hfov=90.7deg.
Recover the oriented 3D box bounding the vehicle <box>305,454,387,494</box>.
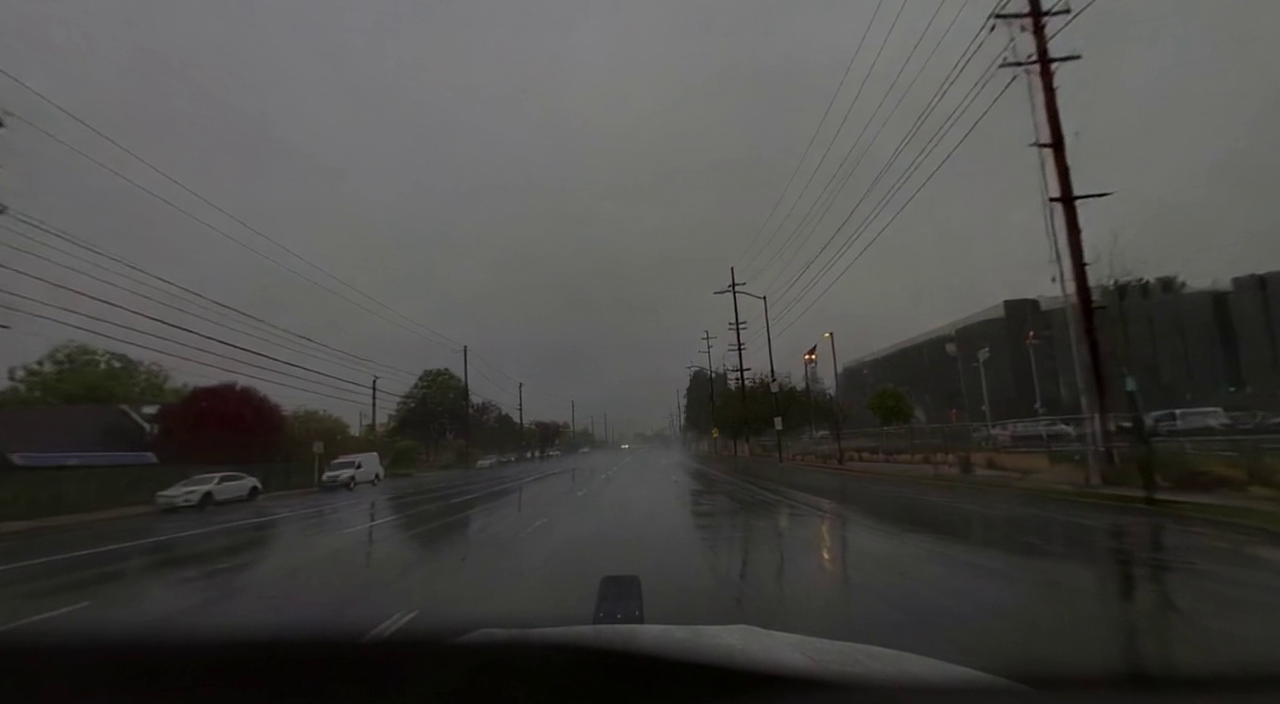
[{"bbox_3d":[-17.564,7.259,38.134,2.228,1.969,5.694,-6,-9,-1],"label":"vehicle"}]

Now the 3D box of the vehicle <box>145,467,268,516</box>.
[{"bbox_3d":[-17.595,5.650,25.995,1.931,1.501,4.564,-6,-9,-1],"label":"vehicle"}]
